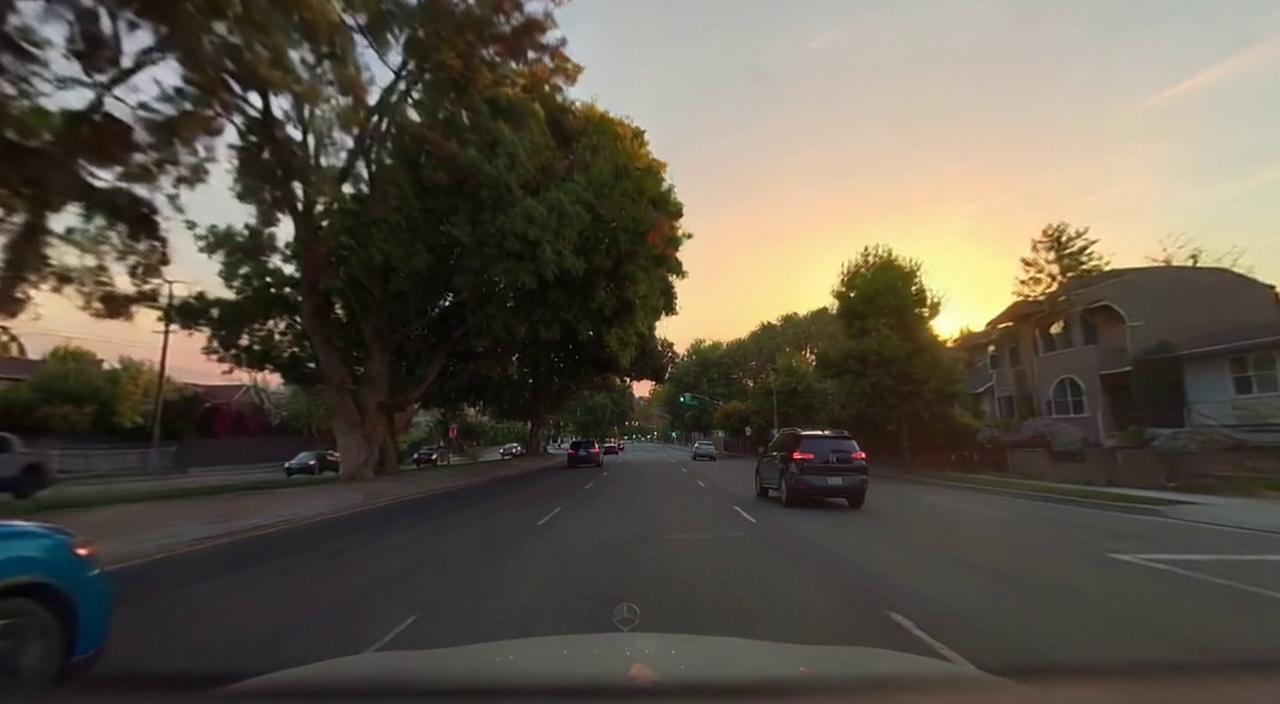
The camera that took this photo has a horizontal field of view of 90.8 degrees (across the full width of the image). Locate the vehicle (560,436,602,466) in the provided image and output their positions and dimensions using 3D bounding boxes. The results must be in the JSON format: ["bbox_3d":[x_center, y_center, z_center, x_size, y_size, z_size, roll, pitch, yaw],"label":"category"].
[{"bbox_3d":[-3.314,5.675,36.279,1.988,1.569,4.202,0,-8,0],"label":"vehicle"}]

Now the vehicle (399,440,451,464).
[{"bbox_3d":[-15.502,7.231,45.880,2.117,1.680,4.497,0,-8,1],"label":"vehicle"}]

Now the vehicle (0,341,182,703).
[{"bbox_3d":[-3.470,0.604,0.972,2.045,1.688,4.632,0,-8,0],"label":"vehicle"}]

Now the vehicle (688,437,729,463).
[{"bbox_3d":[4.517,6.503,42.056,2.169,1.669,4.037,0,-8,-1],"label":"vehicle"}]

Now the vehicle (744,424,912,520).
[{"bbox_3d":[3.660,2.434,13.321,2.132,1.659,4.387,0,-8,-1],"label":"vehicle"}]

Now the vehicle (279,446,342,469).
[{"bbox_3d":[-22.782,7.307,43.906,1.858,1.485,4.642,0,-8,0],"label":"vehicle"}]
